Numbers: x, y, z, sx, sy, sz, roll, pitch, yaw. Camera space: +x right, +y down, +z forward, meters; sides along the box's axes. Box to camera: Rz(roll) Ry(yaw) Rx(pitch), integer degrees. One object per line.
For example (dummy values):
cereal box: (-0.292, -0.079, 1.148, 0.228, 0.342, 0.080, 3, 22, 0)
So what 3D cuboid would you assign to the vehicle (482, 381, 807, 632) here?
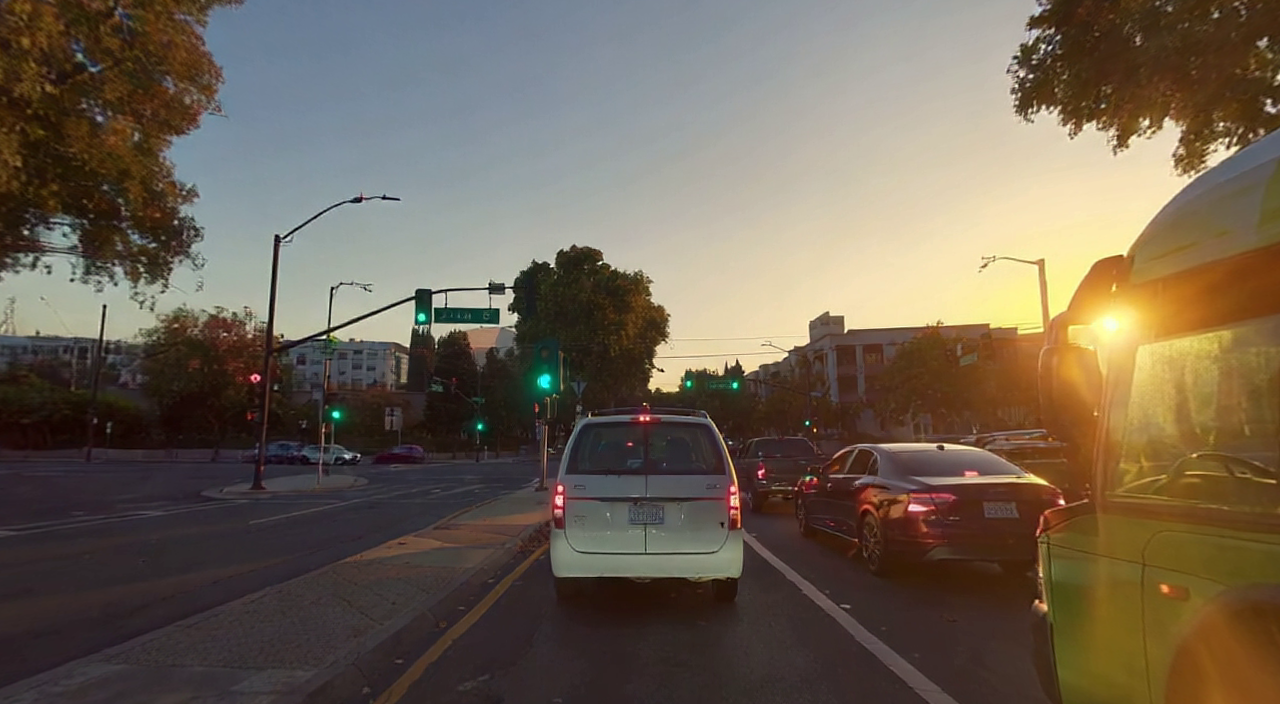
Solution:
vehicle: (0.008, 1.472, 7.007, 2.381, 1.842, 4.603, 0, -8, -1)

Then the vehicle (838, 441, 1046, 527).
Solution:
vehicle: (5.974, 2.635, 13.226, 1.987, 1.457, 4.675, 0, -8, -1)

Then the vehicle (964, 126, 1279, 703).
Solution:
vehicle: (2.610, 0.315, 0.427, 2.037, 2.065, 5.037, 0, -8, 0)
